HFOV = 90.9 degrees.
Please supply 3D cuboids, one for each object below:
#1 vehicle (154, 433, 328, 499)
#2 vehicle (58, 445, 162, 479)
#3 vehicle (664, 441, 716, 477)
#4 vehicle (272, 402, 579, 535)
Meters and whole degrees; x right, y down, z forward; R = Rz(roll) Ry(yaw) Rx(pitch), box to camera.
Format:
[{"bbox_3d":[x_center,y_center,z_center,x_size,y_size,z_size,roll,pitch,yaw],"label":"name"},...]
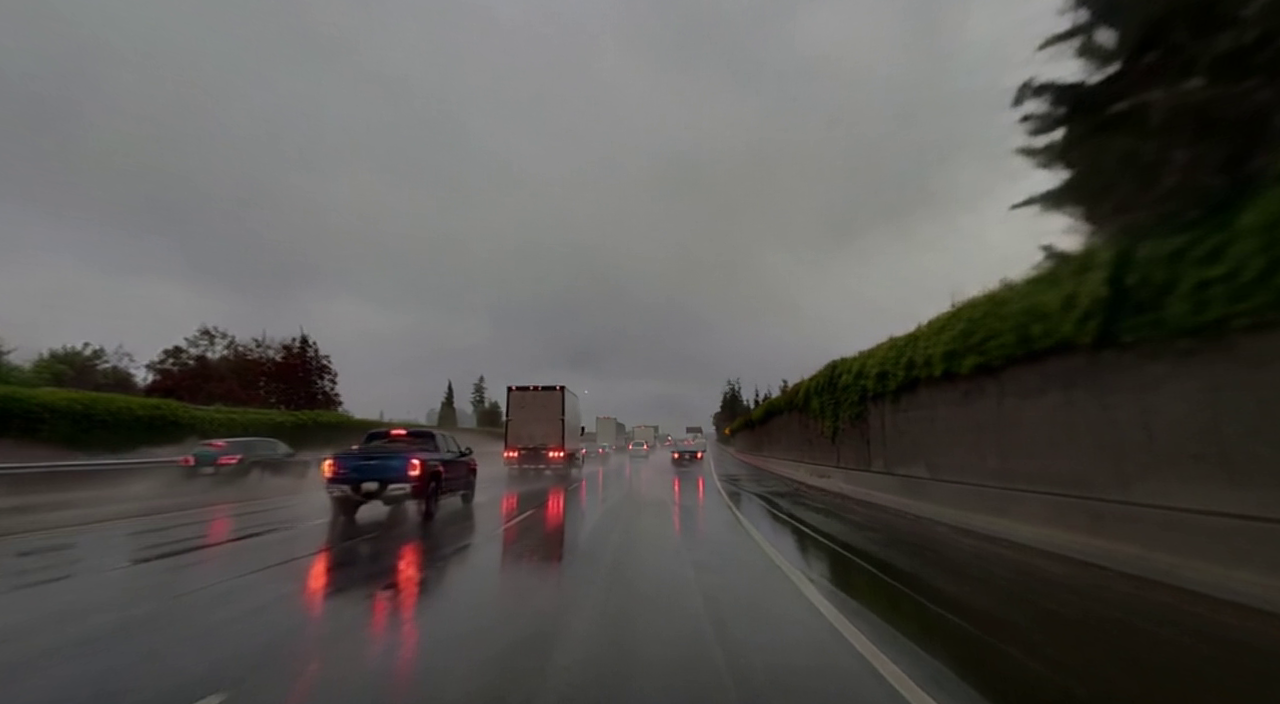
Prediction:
[{"bbox_3d":[-11.615,3.332,18.872,2.073,1.722,4.664,0,-8,1],"label":"vehicle"},{"bbox_3d":[-25.496,5.285,30.514,1.730,1.525,3.746,0,-8,1],"label":"vehicle"},{"bbox_3d":[2.204,4.793,28.550,2.176,1.493,3.955,-1,-8,3],"label":"vehicle"},{"bbox_3d":[-3.899,2.831,16.870,3.050,1.964,15.030,0,-8,0],"label":"vehicle"}]
